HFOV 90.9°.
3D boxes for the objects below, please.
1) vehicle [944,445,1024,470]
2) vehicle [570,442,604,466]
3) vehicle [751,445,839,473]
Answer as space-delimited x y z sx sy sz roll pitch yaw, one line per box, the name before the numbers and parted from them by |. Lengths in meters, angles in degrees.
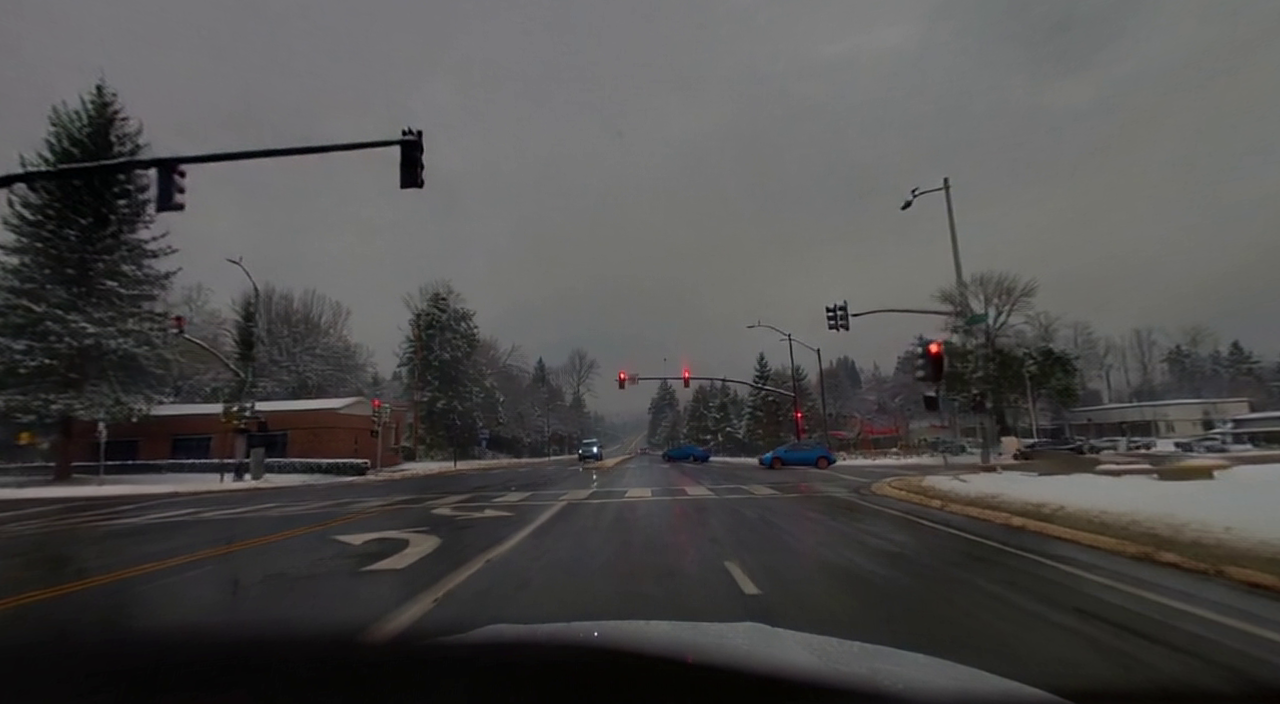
vehicle | 21.781 6.662 39.903 4.377 1.523 1.877 3 -10 -18
vehicle | -3.811 7.501 46.386 2.140 1.638 4.259 0 -9 0
vehicle | 8.746 6.041 35.593 4.528 1.482 1.864 4 -10 -22
